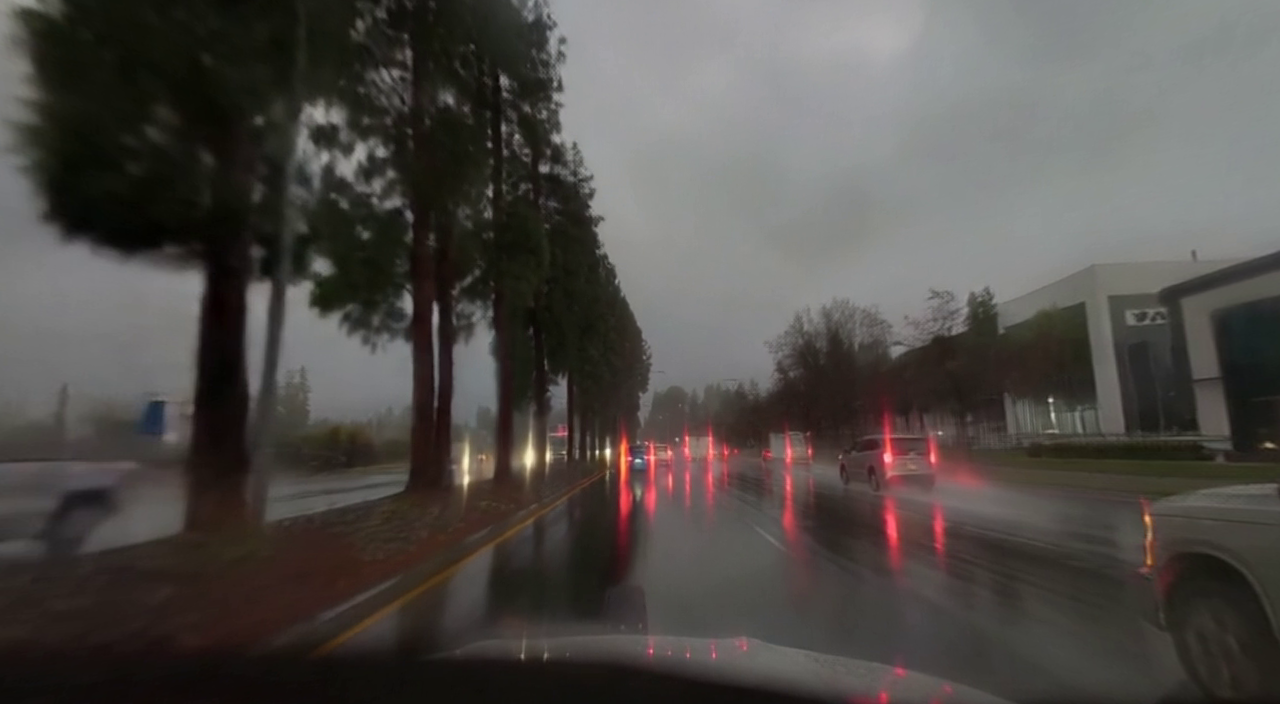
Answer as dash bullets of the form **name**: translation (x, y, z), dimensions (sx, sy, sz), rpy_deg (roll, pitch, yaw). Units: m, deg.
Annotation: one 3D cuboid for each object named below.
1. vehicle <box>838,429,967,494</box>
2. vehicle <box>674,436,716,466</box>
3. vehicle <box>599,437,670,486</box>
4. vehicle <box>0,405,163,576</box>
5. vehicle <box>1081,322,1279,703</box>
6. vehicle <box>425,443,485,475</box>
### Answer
- **vehicle**: translation (7.913, 3.332, 19.471), dimensions (2.090, 1.768, 4.407), rpy_deg (0, -9, 0)
- **vehicle**: translation (4.148, 7.628, 48.500), dimensions (2.716, 2.131, 5.766), rpy_deg (0, -8, 0)
- **vehicle**: translation (-0.163, 3.876, 22.460), dimensions (2.315, 1.563, 4.080), rpy_deg (0, -9, 1)
- **vehicle**: translation (-8.423, 1.497, 6.620), dimensions (2.262, 1.920, 5.604), rpy_deg (0, -9, 1)
- **vehicle**: translation (3.531, 0.584, 1.200), dimensions (2.090, 1.763, 4.560), rpy_deg (0, -9, 1)
- **vehicle**: translation (-11.467, 6.654, 39.289), dimensions (2.172, 1.865, 4.728), rpy_deg (0, -9, 2)
